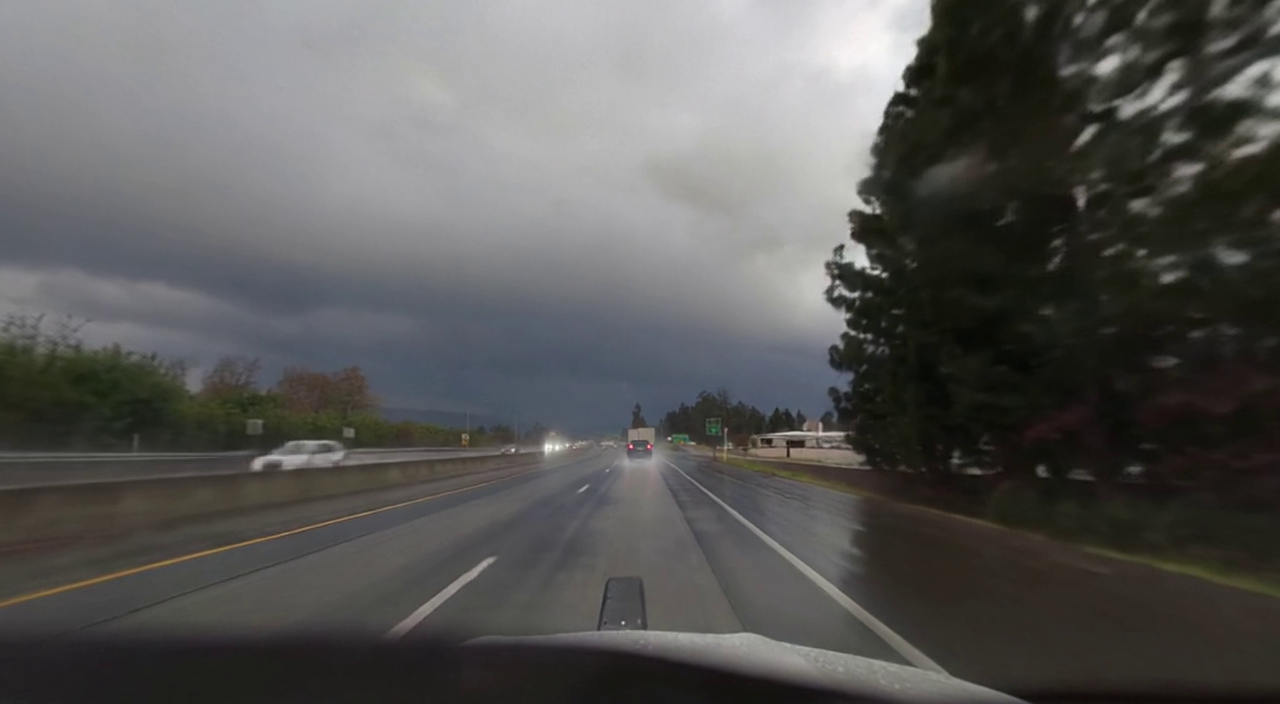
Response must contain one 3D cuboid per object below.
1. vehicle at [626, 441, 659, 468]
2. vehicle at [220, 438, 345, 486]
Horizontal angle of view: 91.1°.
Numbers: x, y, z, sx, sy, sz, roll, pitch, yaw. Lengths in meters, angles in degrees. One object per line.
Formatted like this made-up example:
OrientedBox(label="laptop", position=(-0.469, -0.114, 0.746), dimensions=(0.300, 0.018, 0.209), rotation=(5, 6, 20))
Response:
OrientedBox(label="vehicle", position=(0.139, 6.635, 40.871), dimensions=(2.029, 1.666, 4.064), rotation=(0, -8, -1))
OrientedBox(label="vehicle", position=(-13.605, 4.198, 24.296), dimensions=(2.236, 1.670, 4.389), rotation=(0, -8, 0))
